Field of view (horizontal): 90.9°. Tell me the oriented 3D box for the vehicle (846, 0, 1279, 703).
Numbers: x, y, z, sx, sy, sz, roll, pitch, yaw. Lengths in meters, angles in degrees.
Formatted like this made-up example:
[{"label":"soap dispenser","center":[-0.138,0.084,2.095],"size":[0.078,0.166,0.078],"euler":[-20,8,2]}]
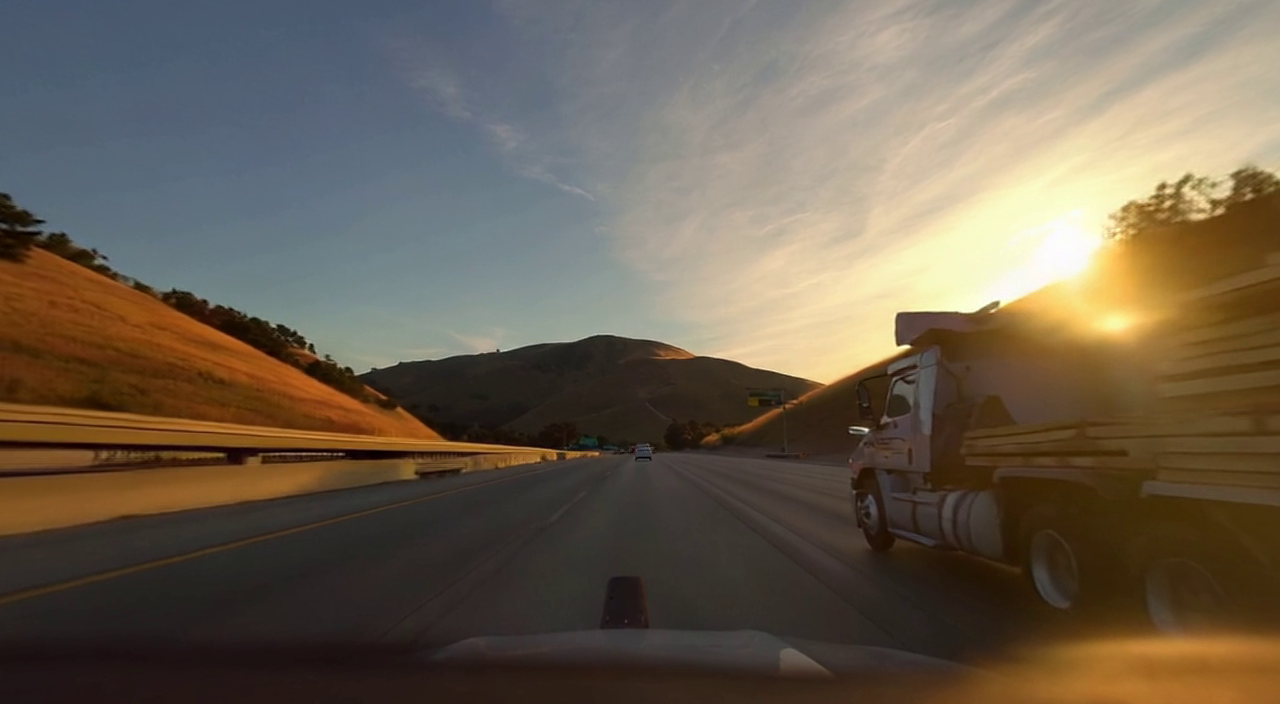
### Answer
[{"label":"vehicle","center":[3.916,0.093,1.426],"size":[3.326,3.089,10.642],"euler":[0,-9,0]}]
